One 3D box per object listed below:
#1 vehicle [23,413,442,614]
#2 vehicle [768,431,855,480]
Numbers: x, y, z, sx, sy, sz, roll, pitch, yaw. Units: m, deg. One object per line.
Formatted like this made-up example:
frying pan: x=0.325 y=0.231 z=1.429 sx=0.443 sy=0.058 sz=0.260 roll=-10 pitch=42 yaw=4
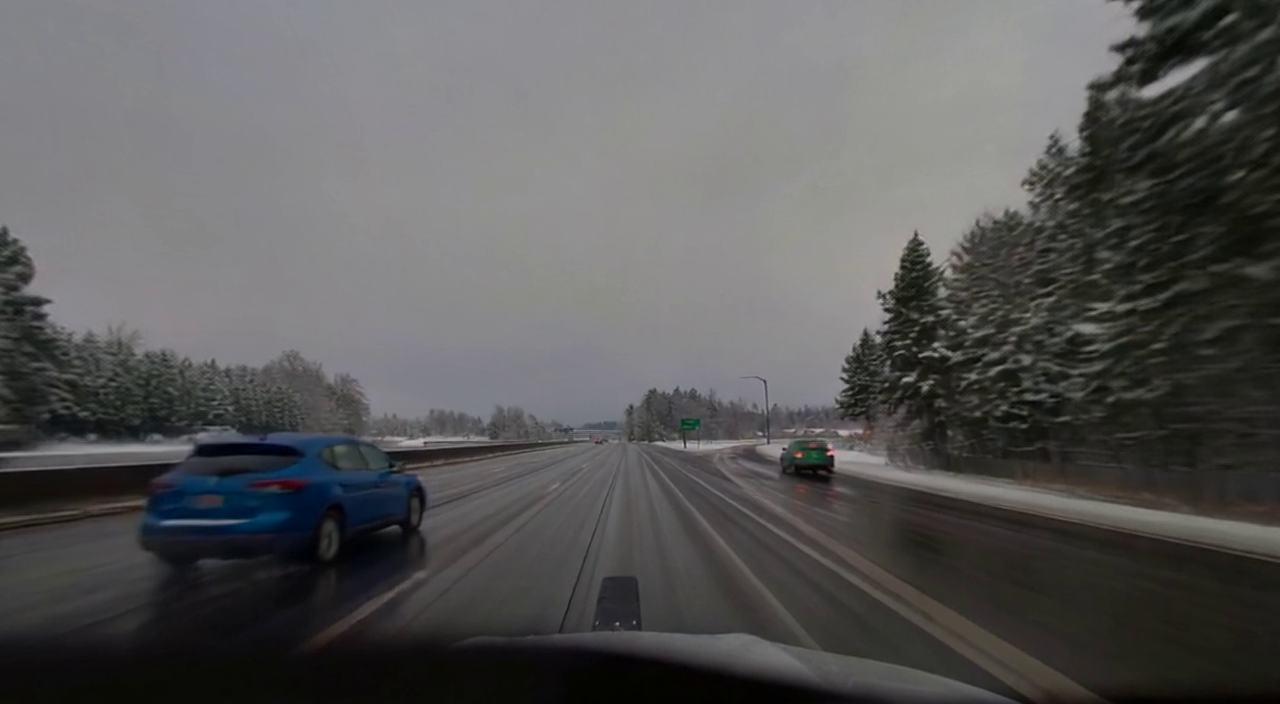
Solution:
vehicle: x=-3.858 y=1.547 z=7.018 sx=2.008 sy=1.567 sz=3.959 roll=0 pitch=-8 yaw=0
vehicle: x=6.257 y=3.809 z=23.578 sx=2.084 sy=1.614 sz=4.762 roll=-1 pitch=-8 yaw=2
